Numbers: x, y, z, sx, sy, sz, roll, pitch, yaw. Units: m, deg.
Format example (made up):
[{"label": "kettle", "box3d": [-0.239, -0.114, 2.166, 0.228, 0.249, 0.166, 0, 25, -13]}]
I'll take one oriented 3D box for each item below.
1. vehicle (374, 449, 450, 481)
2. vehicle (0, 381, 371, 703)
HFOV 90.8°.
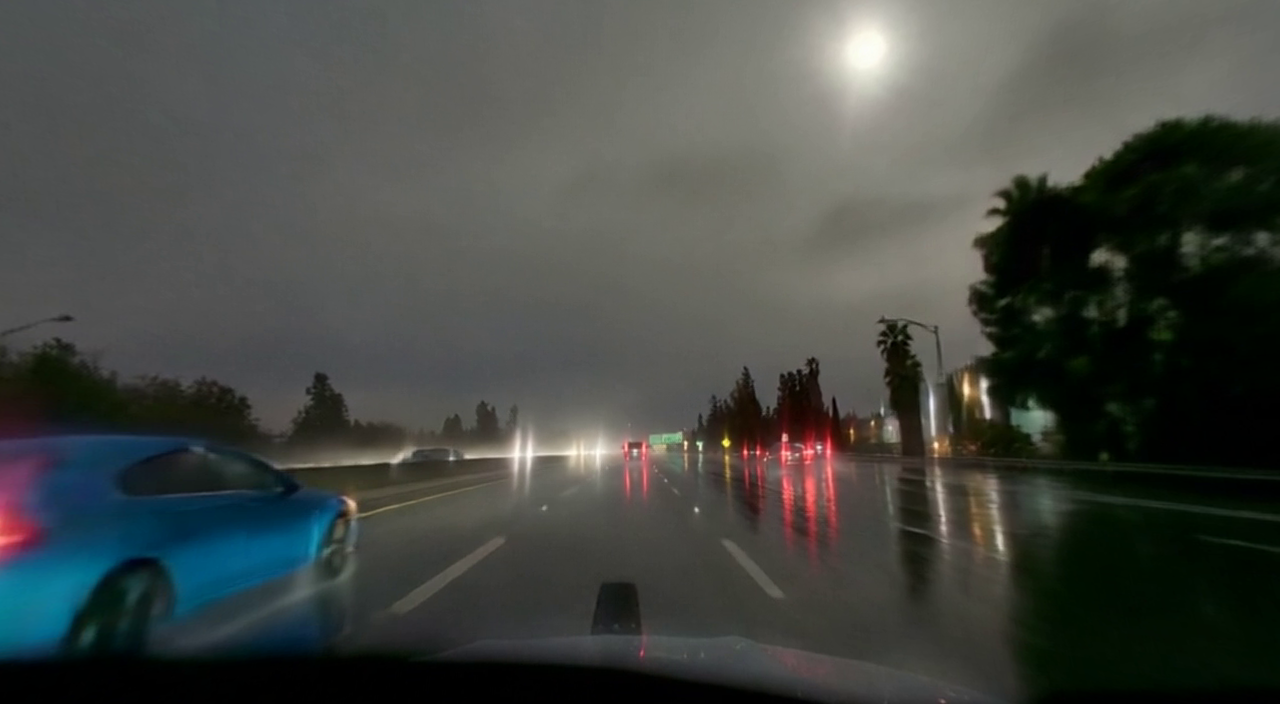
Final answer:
[{"label": "vehicle", "box3d": [-11.203, 5.559, 31.415, 2.122, 1.455, 4.530, 0, -9, 0]}, {"label": "vehicle", "box3d": [-3.770, 1.156, 4.152, 1.996, 1.617, 4.637, 0, -9, -1]}]
